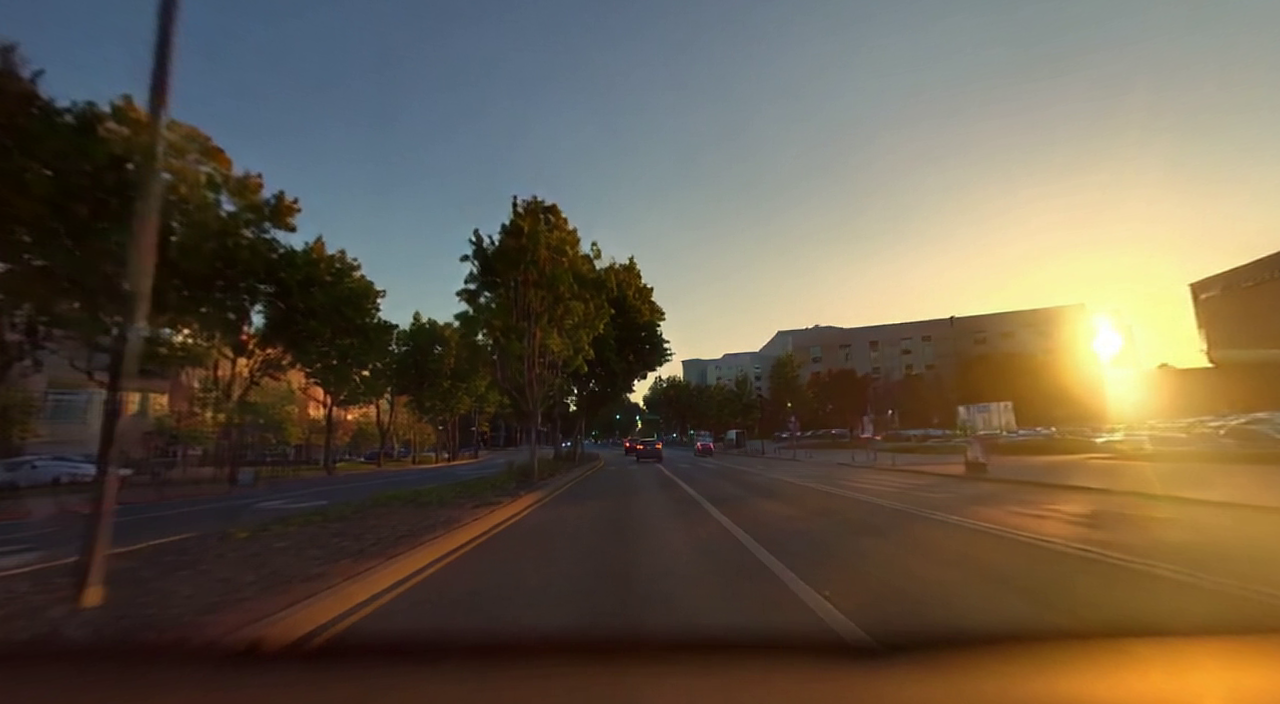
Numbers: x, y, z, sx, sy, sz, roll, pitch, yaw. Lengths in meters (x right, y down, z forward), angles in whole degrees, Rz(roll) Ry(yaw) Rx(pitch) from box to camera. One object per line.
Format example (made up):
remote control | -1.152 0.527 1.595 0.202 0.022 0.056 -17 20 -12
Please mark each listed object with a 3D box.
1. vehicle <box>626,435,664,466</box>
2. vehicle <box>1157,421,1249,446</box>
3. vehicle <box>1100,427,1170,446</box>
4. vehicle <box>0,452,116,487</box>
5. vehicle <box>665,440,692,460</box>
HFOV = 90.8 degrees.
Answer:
vehicle | 0.266 5.677 36.549 2.100 1.683 4.231 0 -8 0
vehicle | 38.714 5.662 43.629 1.915 1.653 4.732 0 -8 -1
vehicle | 39.038 6.644 49.979 1.853 1.422 4.585 0 -7 0
vehicle | -30.271 6.052 32.627 4.621 1.670 1.895 0 -8 -1
vehicle | 2.846 7.366 47.486 1.685 1.441 3.795 0 -8 -1
